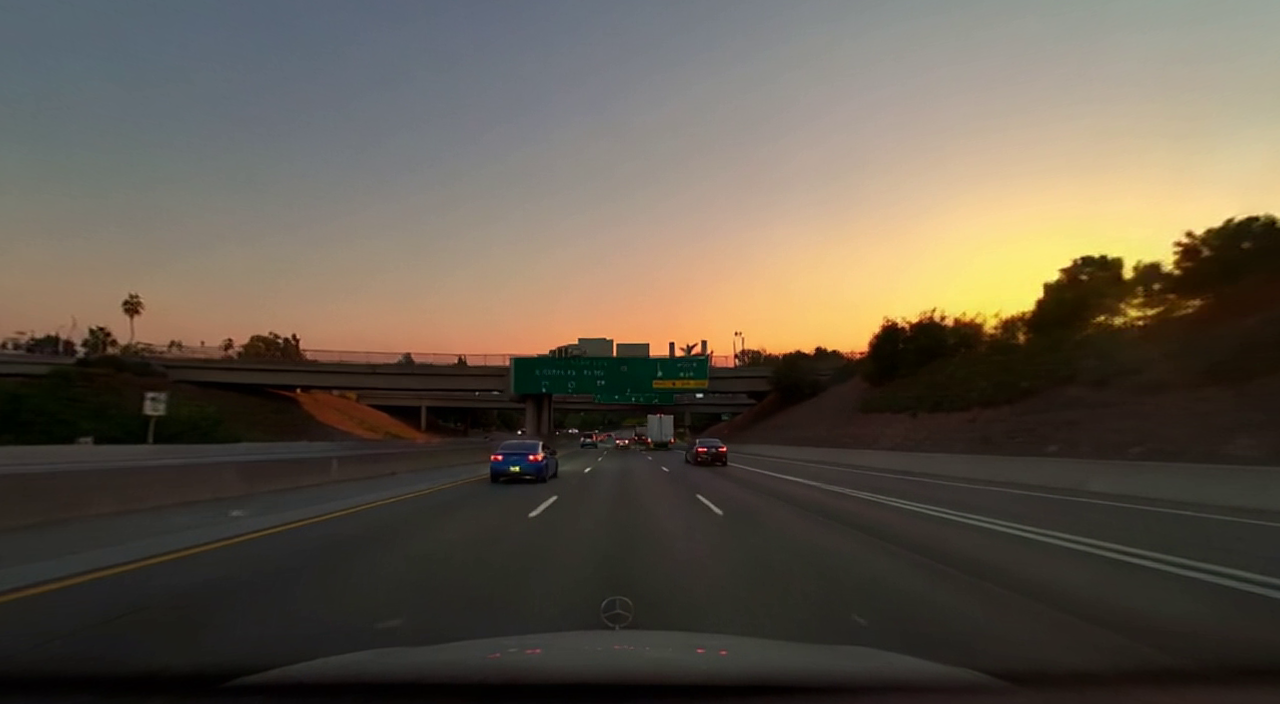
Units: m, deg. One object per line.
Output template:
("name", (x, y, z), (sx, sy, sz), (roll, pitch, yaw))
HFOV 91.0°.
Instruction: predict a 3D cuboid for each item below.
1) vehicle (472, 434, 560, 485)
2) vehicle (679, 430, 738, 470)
("vehicle", (-3.964, 3.510, 20.967), (2.064, 1.479, 4.370), (0, -8, 0))
("vehicle", (2.981, 4.372, 28.338), (2.001, 1.625, 4.088), (0, -8, -2))
